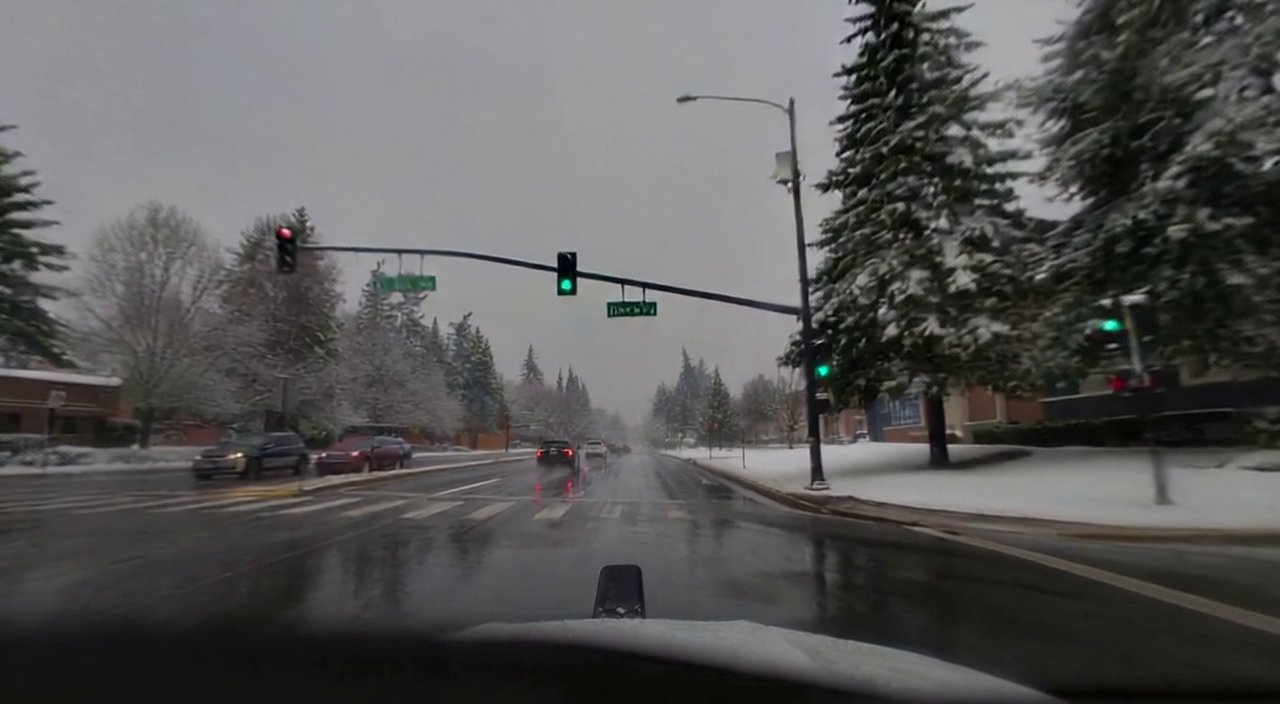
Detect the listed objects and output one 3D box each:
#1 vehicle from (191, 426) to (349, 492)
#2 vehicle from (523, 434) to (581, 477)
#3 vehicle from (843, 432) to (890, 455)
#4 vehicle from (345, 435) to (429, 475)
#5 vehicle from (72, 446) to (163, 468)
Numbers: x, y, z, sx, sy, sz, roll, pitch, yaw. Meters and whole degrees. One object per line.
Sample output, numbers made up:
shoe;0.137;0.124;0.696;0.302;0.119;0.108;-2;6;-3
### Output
vehicle;-11.883;3.466;20.906;2.105;1.759;5.403;-3;-8;-1
vehicle;-3.815;4.531;28.073;1.959;1.741;4.141;0;-8;0
vehicle;17.512;7.029;49.032;1.995;1.554;4.943;-4;-7;3
vehicle;-11.724;4.784;29.636;2.040;1.707;4.522;0;-8;1
vehicle;-36.181;7.286;43.837;4.518;1.469;1.940;1;-9;-1
